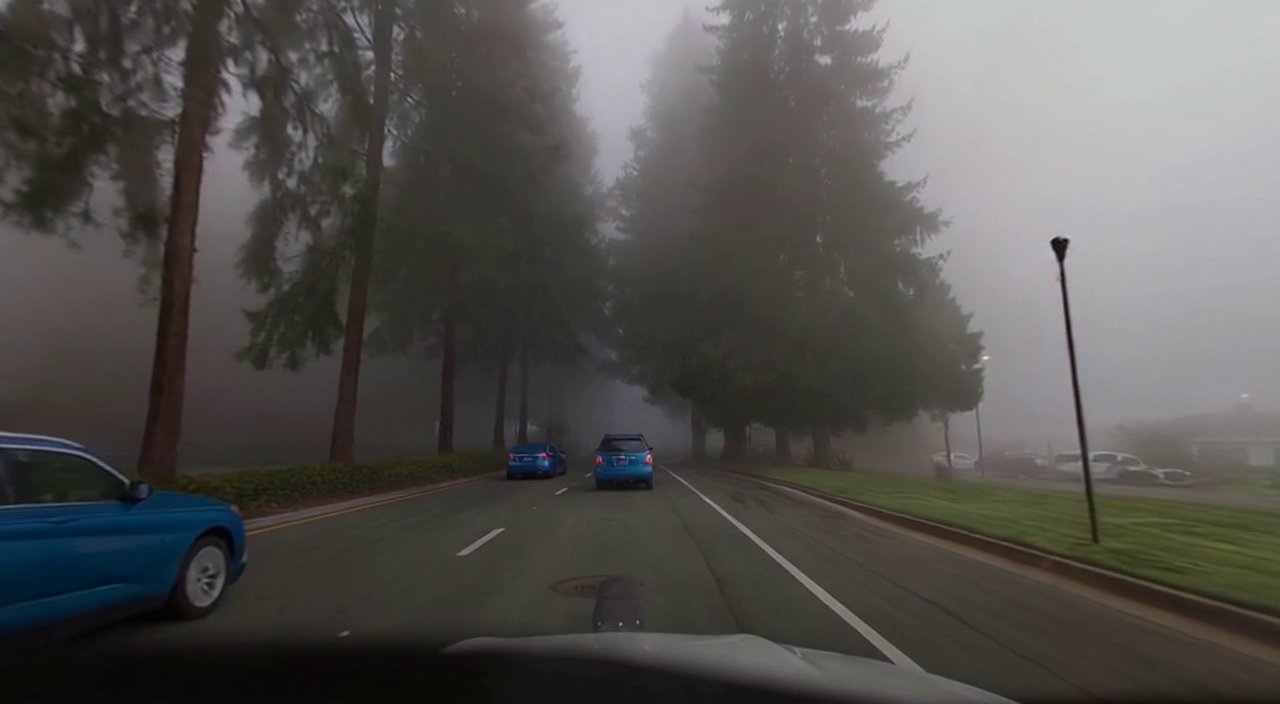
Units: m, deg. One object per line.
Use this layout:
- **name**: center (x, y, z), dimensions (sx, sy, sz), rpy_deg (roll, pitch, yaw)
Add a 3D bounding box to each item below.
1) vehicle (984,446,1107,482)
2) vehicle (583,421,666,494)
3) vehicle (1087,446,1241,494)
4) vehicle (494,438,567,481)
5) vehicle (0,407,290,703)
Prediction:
- **vehicle**: center (19.747, 5.446, 30.883), dimensions (4.669, 1.698, 1.939), rpy_deg (0, -8, -3)
- **vehicle**: center (-0.391, 2.879, 17.474), dimensions (2.018, 1.769, 3.897), rpy_deg (0, -8, 0)
- **vehicle**: center (20.530, 4.604, 24.868), dimensions (4.387, 1.752, 1.903), rpy_deg (0, -8, -3)
- **vehicle**: center (-3.962, 3.953, 23.600), dimensions (1.917, 1.448, 4.178), rpy_deg (0, -8, 1)
- **vehicle**: center (-4.137, 1.060, 3.368), dimensions (1.959, 1.485, 4.452), rpy_deg (0, -8, 0)
